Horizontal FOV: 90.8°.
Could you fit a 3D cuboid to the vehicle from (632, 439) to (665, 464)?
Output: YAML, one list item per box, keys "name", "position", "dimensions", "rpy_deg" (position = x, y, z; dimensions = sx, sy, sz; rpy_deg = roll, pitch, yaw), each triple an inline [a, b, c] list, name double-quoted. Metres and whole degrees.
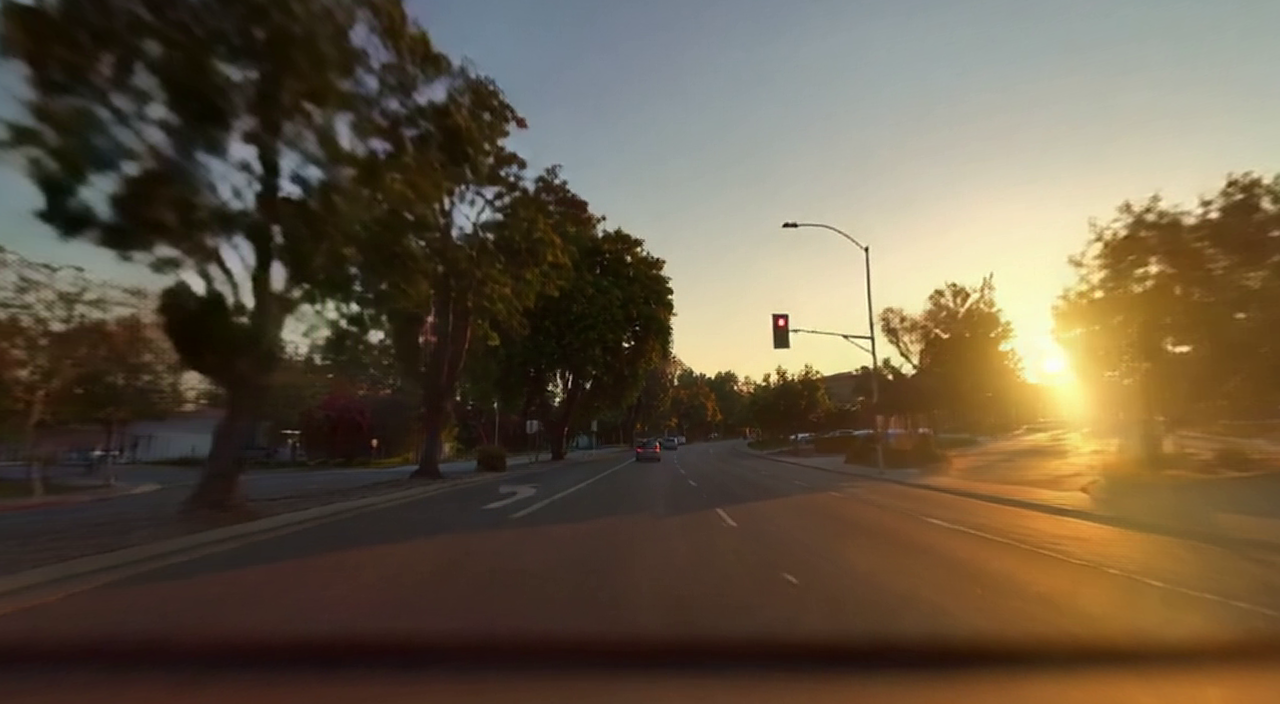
- name: "vehicle"
  position: [0.599, 6.592, 42.174]
  dimensions: [2.037, 1.568, 3.693]
  rpy_deg: [-1, -8, 3]
